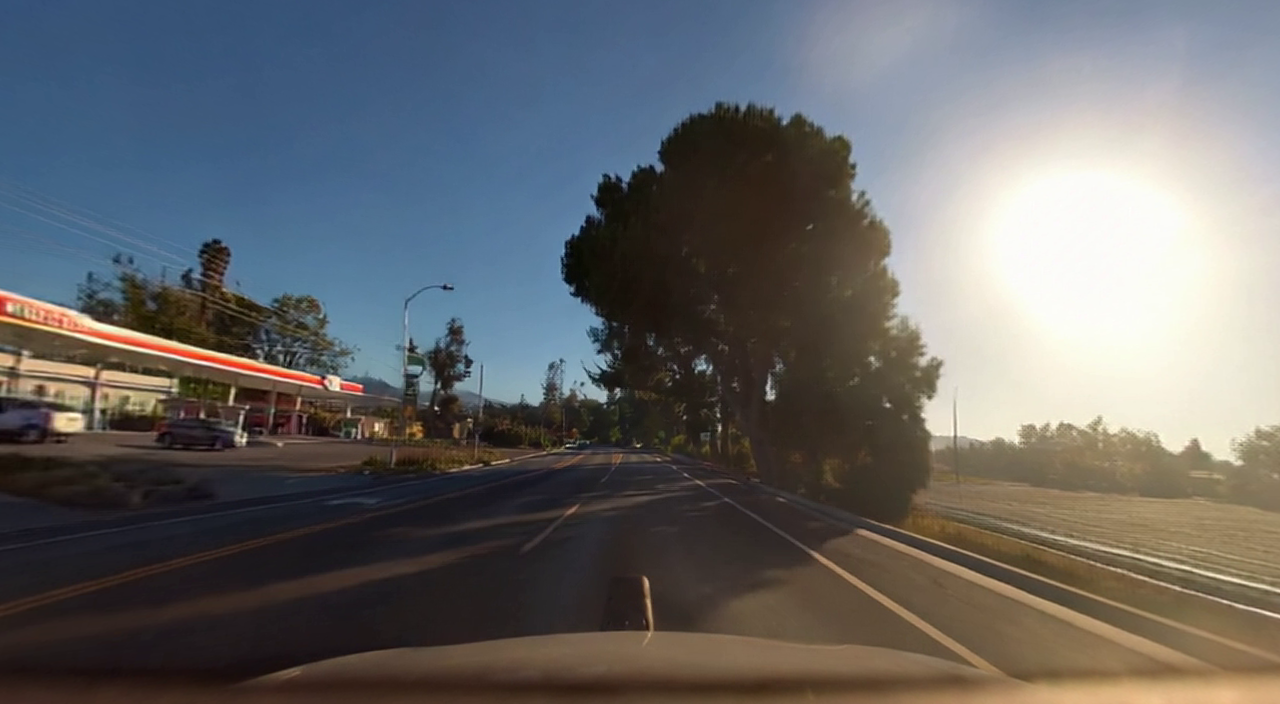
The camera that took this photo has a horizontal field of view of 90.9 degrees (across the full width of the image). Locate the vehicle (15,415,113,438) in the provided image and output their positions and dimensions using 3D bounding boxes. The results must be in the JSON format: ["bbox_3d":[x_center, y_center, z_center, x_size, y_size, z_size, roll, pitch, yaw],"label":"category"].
[{"bbox_3d":[-39.404,5.143,43.287,1.804,1.421,4.744,-1,-8,10],"label":"vehicle"}]
